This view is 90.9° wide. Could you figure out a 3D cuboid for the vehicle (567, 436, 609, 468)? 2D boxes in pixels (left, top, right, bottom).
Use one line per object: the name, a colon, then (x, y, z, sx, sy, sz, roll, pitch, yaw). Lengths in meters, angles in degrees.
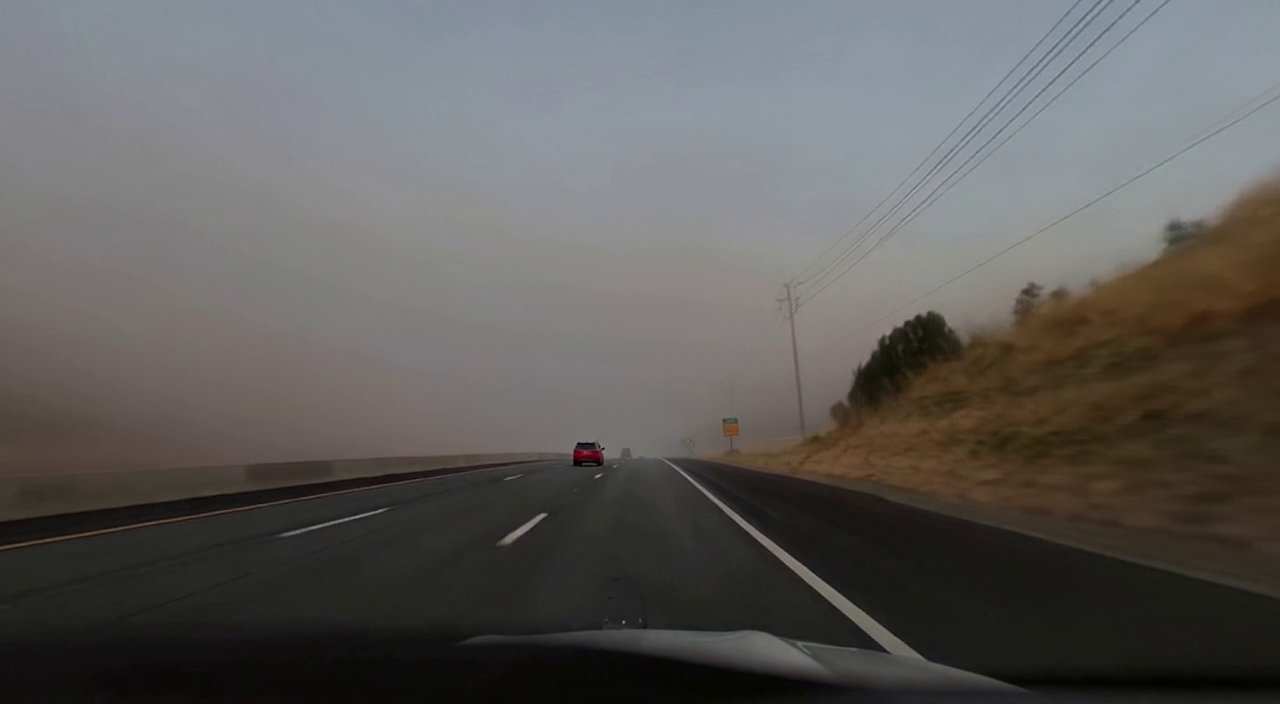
vehicle: (-3.136, 6.174, 39.007, 2.136, 1.845, 4.515, 0, -8, 1)
